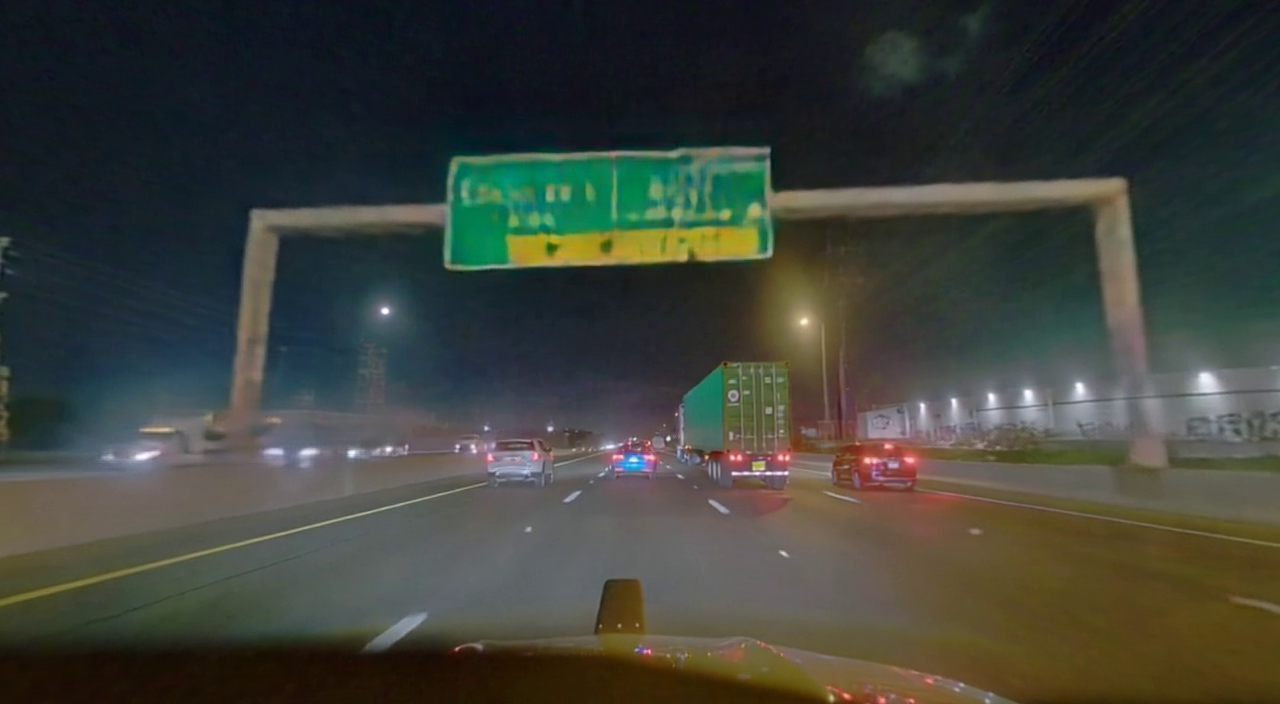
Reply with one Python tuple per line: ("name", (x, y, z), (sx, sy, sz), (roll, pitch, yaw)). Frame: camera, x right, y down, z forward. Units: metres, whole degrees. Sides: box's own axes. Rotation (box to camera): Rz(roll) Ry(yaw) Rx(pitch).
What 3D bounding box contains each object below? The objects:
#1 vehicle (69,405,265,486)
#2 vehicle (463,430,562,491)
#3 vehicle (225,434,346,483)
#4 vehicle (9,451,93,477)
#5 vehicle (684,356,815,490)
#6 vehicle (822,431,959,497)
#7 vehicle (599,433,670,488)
("vehicle", (-20.241, 4.149, 27.837), (2.772, 3.069, 7.347), (0, -9, 1))
("vehicle", (-4.080, 3.595, 21.135), (2.264, 1.804, 4.584), (0, -9, 1))
("vehicle", (-12.628, 3.813, 22.878), (1.925, 1.567, 4.342), (0, -9, -2))
("vehicle", (-37.230, 7.069, 40.081), (1.801, 1.569, 3.898), (1, -9, -6))
("vehicle", (3.759, 3.119, 25.695), (2.800, 4.039, 13.179), (0, -9, -1))
("vehicle", (7.293, 3.314, 19.041), (2.202, 1.731, 4.628), (0, -9, 0))
("vehicle", (-0.189, 3.694, 21.731), (2.191, 1.685, 4.015), (0, -9, -1))
